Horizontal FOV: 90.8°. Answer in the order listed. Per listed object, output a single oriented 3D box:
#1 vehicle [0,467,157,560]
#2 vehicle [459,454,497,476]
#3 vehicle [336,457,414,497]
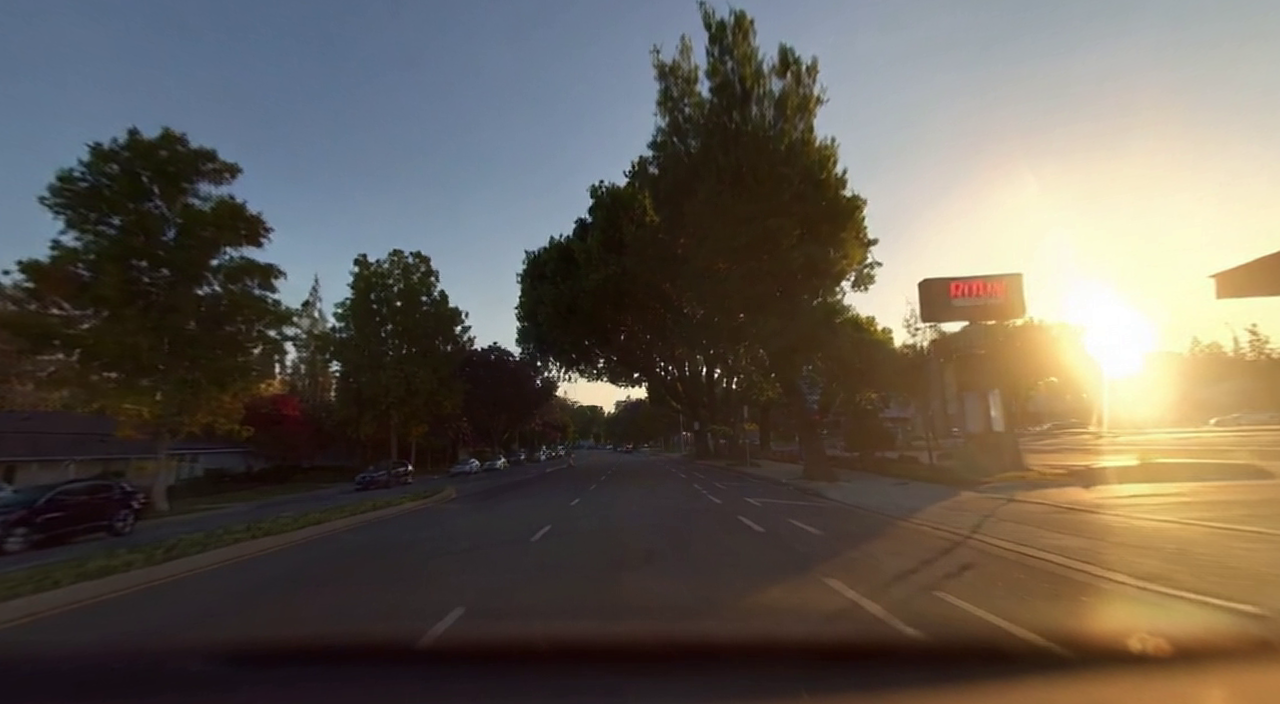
[{"bbox_3d":[-12.628,3.372,13.354,1.953,1.558,3.839,-6,-9,-2],"label":"vehicle"},{"bbox_3d":[-12.626,8.823,49.398,1.854,1.442,4.213,-4,-8,-1],"label":"vehicle"},{"bbox_3d":[-12.627,5.933,30.349,1.986,1.488,4.330,-5,-8,-2],"label":"vehicle"}]
